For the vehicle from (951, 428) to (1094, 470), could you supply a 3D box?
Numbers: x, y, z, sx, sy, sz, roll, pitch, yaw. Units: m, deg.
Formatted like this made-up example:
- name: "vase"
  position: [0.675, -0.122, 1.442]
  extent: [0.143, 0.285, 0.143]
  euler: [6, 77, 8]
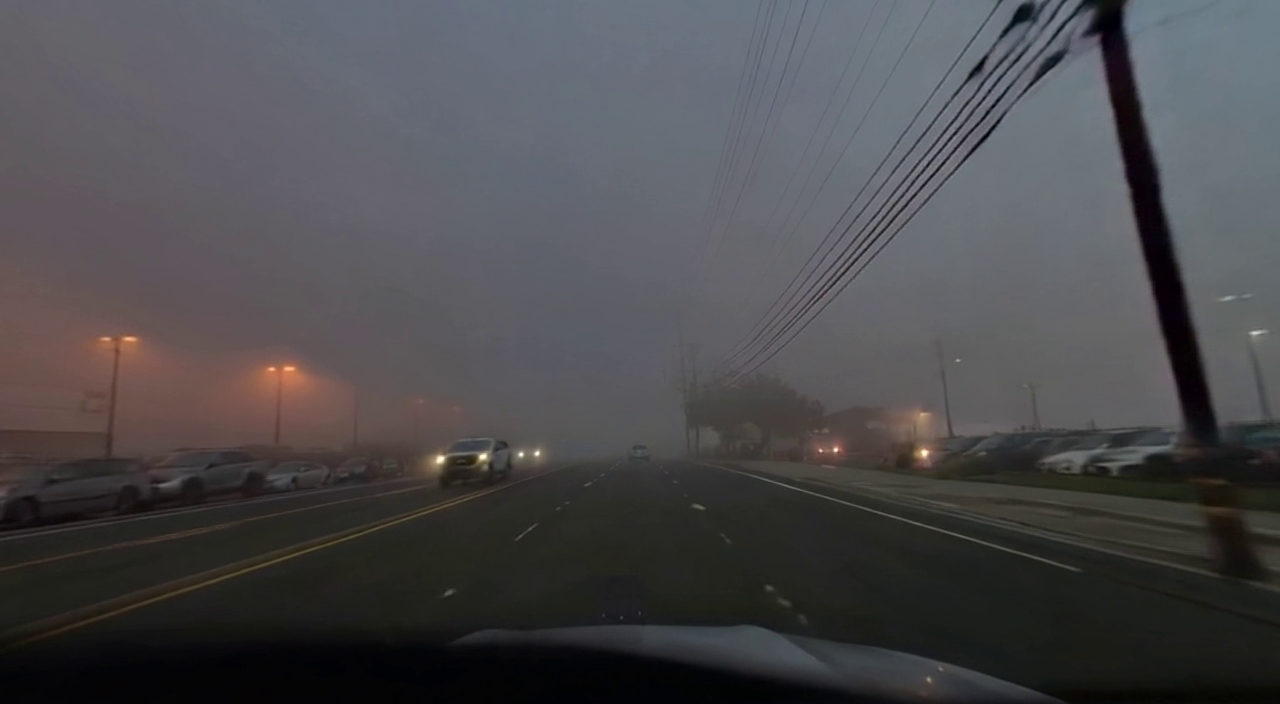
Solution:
- name: "vehicle"
  position: [14.895, 3.780, 24.798]
  extent: [4.300, 1.431, 1.937]
  euler: [-2, -7, 1]

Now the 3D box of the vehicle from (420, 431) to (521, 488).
- name: "vehicle"
  position: [-5.958, 3.857, 23.053]
  extent: [2.180, 1.805, 5.170]
  euler: [0, -8, 1]

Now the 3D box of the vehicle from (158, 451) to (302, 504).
- name: "vehicle"
  position: [-13.821, 4.210, 21.700]
  extent: [1.901, 1.552, 4.541]
  euler: [0, -8, 0]

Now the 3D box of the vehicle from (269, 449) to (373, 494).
- name: "vehicle"
  position: [-13.647, 5.089, 27.438]
  extent: [1.793, 1.534, 5.400]
  euler: [-2, -7, -1]

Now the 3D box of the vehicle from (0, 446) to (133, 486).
- name: "vehicle"
  position: [-24.527, 4.686, 26.212]
  extent: [5.137, 1.540, 1.991]
  euler: [5, -10, -32]

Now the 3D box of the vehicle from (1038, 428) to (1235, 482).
- name: "vehicle"
  position: [15.043, 3.118, 19.351]
  extent: [4.396, 1.412, 1.858]
  euler: [-2, -6, 2]
